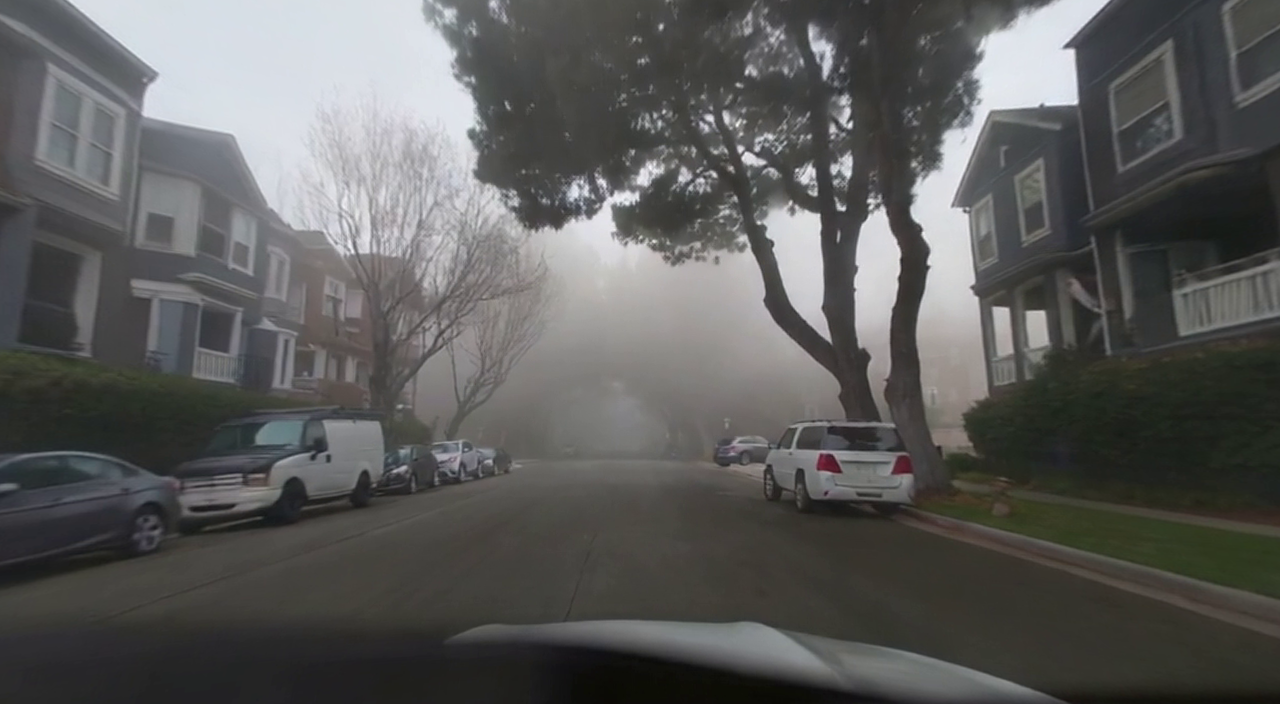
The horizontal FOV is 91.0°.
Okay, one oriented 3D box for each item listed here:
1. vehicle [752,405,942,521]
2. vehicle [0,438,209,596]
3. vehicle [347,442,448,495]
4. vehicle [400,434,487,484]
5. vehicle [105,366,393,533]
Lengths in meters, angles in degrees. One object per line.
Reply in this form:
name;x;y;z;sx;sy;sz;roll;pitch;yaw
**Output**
vehicle;3.974;2.254;13.264;2.216;1.955;4.970;0;-8;-1
vehicle;-7.133;1.717;6.817;1.953;1.501;4.125;-1;-8;1
vehicle;-7.569;3.630;20.034;1.845;1.510;3.729;1;-8;-3
vehicle;-7.688;4.244;25.104;2.136;1.758;4.297;-2;-9;-1
vehicle;-7.466;2.045;13.161;2.341;2.674;5.753;0;-10;-1
